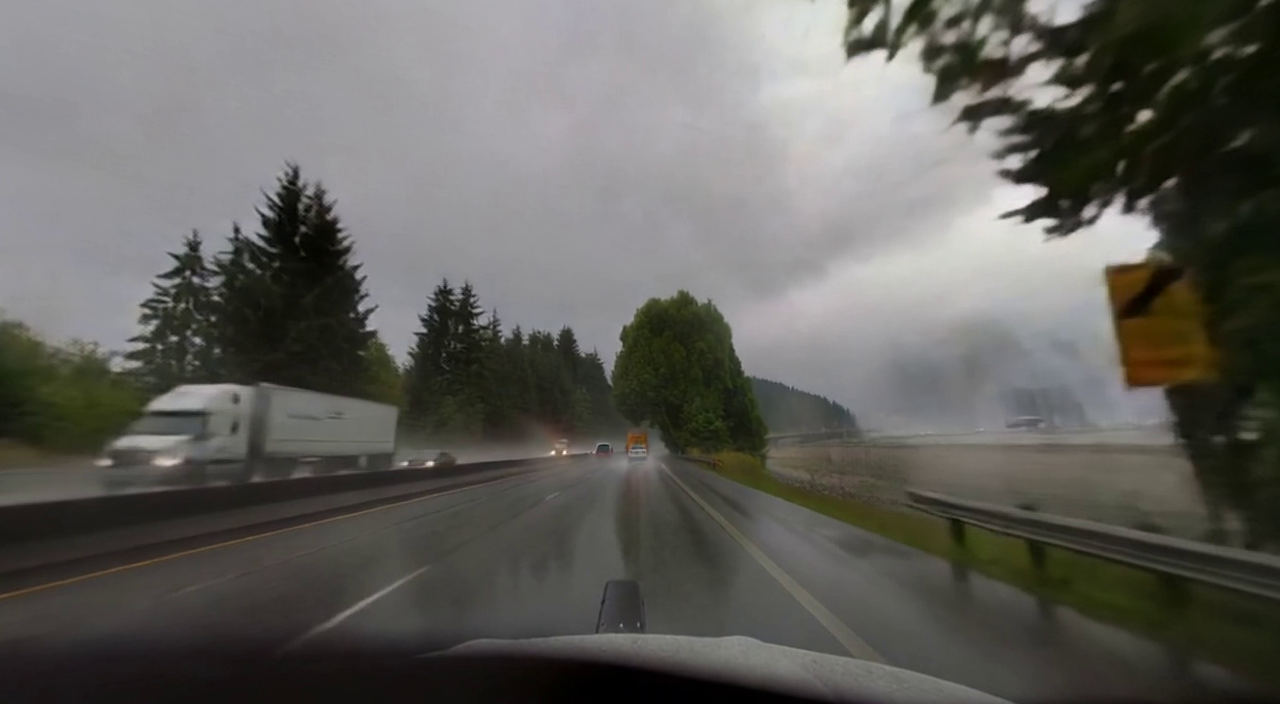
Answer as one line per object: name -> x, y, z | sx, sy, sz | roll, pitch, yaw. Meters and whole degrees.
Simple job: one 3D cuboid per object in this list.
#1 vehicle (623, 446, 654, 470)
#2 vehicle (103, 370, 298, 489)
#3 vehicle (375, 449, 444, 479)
vehicle -> -0.099, 6.564, 39.226 | 1.853, 1.436, 3.438 | 0, -9, -1
vehicle -> -16.242, 3.018, 24.001 | 2.910, 3.942, 5.877 | 0, -9, 0
vehicle -> -11.648, 5.675, 32.176 | 1.932, 1.384, 4.216 | 0, -9, 0
